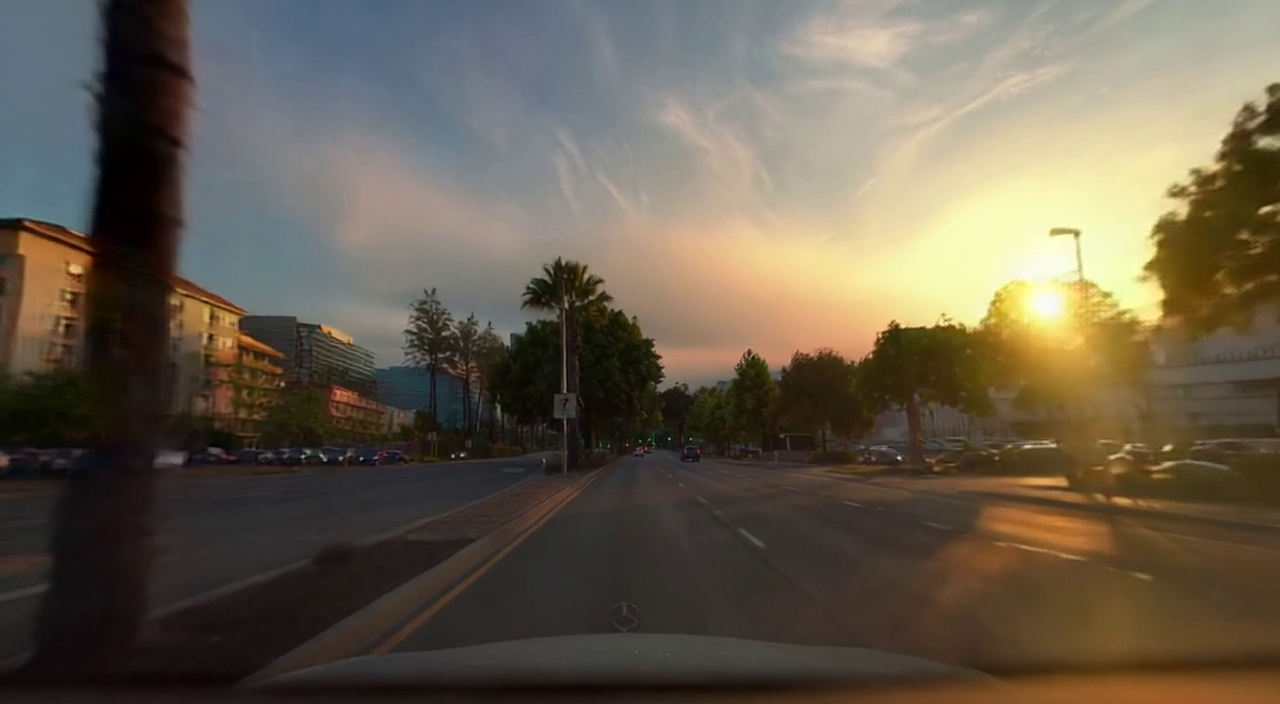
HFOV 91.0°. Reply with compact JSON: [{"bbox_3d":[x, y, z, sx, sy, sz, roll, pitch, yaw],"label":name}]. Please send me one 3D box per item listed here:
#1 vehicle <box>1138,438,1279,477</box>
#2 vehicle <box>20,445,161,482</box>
[{"bbox_3d":[24.177,4.494,26.970,1.881,1.509,4.448,1,-8,-3],"label":"vehicle"},{"bbox_3d":[-30.627,6.212,35.240,5.493,1.979,2.437,0,-9,-2],"label":"vehicle"}]
